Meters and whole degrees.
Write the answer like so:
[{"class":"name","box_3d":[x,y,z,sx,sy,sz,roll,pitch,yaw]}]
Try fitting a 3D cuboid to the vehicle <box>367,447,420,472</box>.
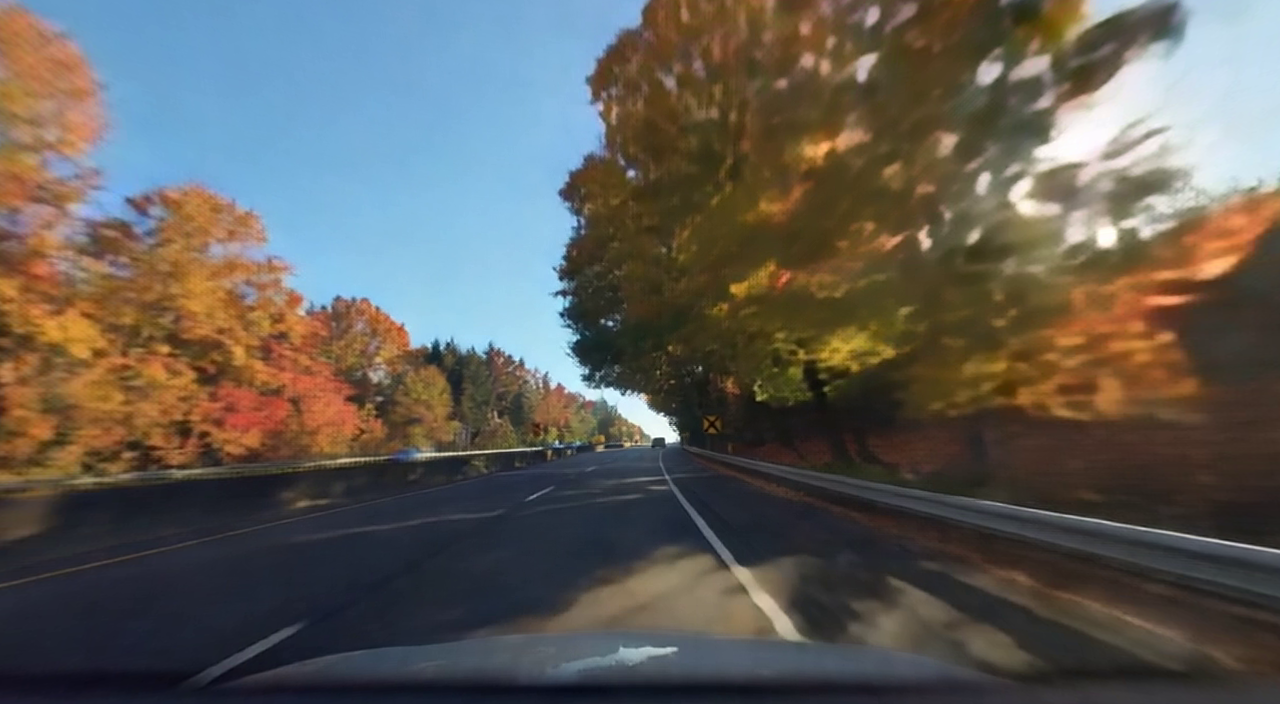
[{"class":"vehicle","box_3d":[-15.305,6.656,39.235,1.728,1.445,3.746,0,-8,1]}]
